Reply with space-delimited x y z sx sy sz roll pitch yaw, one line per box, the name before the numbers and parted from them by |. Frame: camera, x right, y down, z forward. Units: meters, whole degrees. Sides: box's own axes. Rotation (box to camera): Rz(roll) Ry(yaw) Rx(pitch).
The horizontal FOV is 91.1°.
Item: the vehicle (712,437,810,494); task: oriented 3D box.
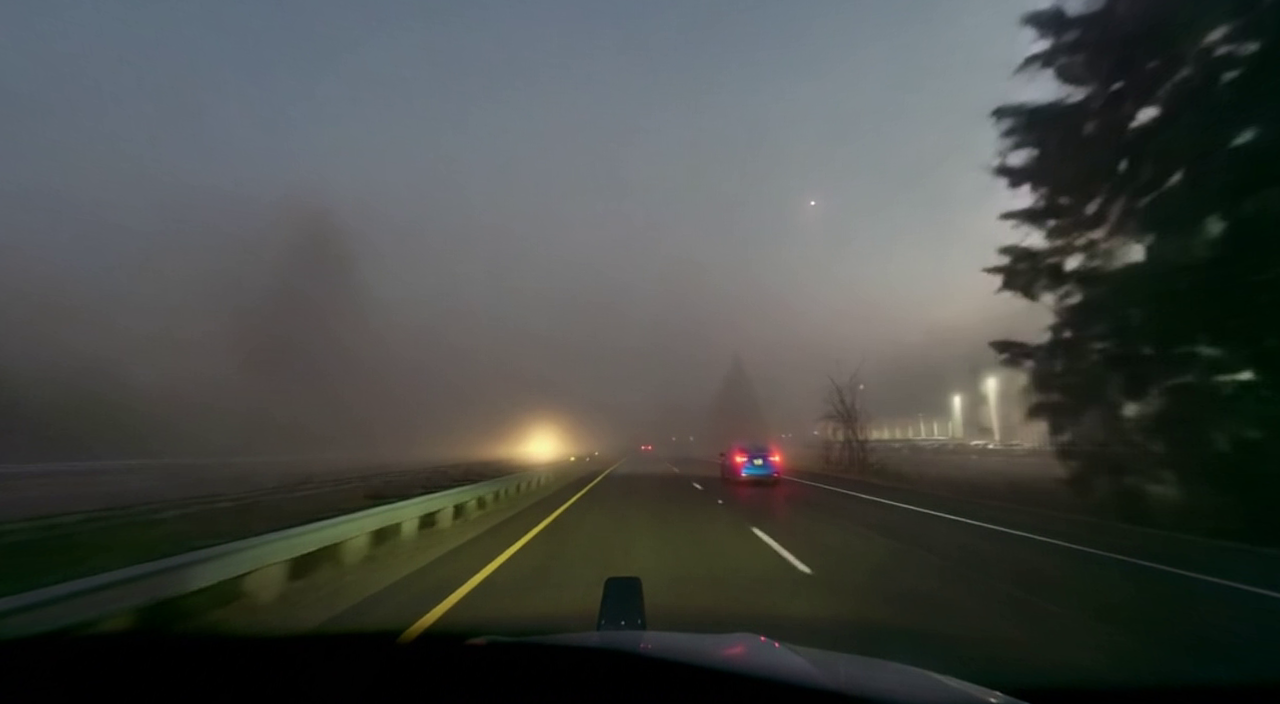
vehicle | 3.520 3.378 19.091 2.079 1.531 3.997 0 -8 -1
